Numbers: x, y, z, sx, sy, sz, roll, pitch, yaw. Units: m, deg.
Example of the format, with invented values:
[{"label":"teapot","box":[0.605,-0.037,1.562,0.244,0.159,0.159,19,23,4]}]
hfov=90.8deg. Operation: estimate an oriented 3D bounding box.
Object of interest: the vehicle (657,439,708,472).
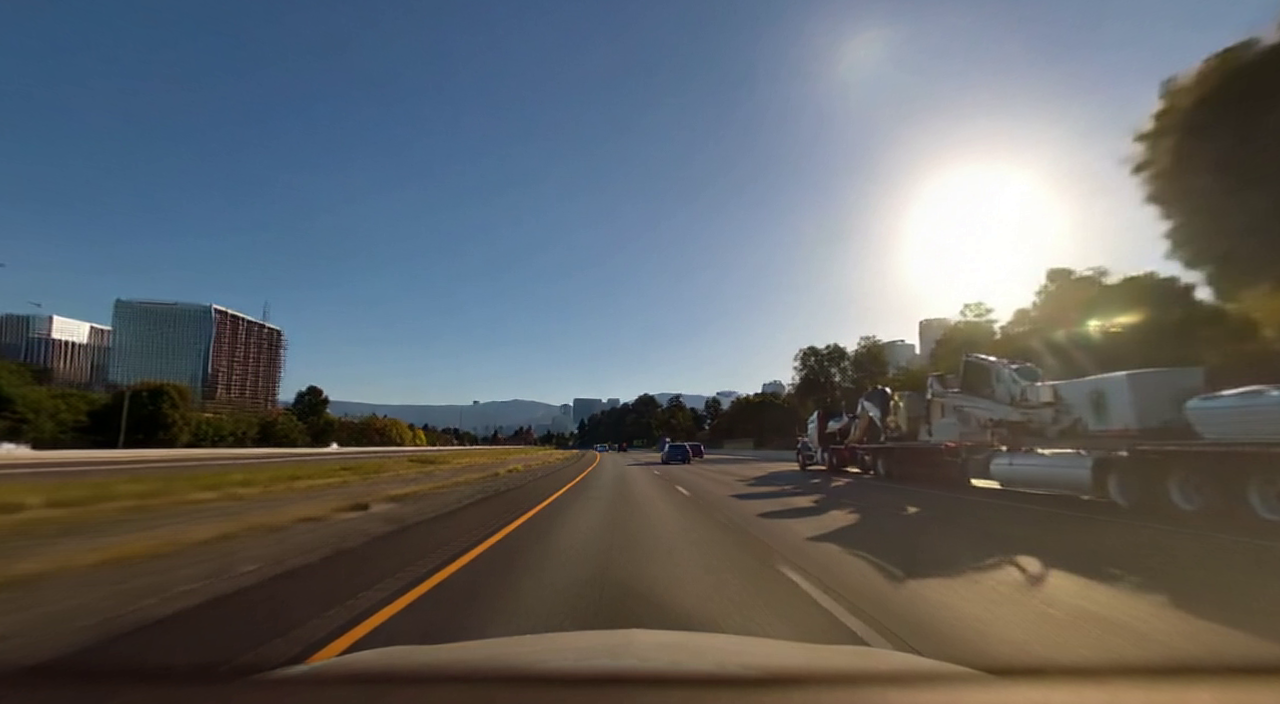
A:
[{"label":"vehicle","box":[2.298,5.753,35.427,2.305,1.729,4.526,0,-8,-3]}]

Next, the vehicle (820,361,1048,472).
[{"label":"vehicle","box":[13.652,3.614,32.181,3.968,4.321,14.566,1,-8,-3]}]

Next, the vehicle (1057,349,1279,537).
[{"label":"vehicle","box":[10.592,1.473,10.217,2.873,2.663,6.922,0,-8,0]}]

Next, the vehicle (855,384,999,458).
[{"label":"vehicle","box":[13.558,3.473,30.637,3.476,3.195,6.407,1,-8,-5]}]
